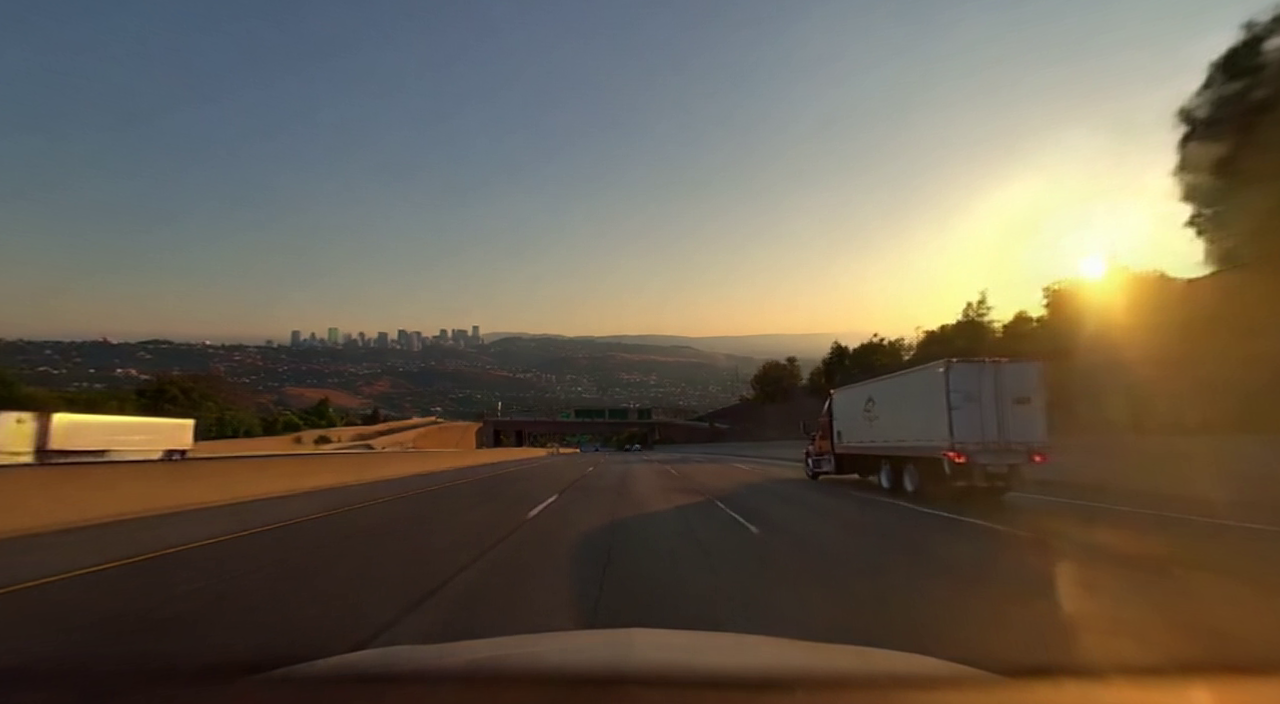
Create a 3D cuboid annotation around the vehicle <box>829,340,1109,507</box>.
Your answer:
[{"bbox_3d":[7.057,1.819,15.158,2.627,3.011,7.287,0,-9,-1],"label":"vehicle"}]
